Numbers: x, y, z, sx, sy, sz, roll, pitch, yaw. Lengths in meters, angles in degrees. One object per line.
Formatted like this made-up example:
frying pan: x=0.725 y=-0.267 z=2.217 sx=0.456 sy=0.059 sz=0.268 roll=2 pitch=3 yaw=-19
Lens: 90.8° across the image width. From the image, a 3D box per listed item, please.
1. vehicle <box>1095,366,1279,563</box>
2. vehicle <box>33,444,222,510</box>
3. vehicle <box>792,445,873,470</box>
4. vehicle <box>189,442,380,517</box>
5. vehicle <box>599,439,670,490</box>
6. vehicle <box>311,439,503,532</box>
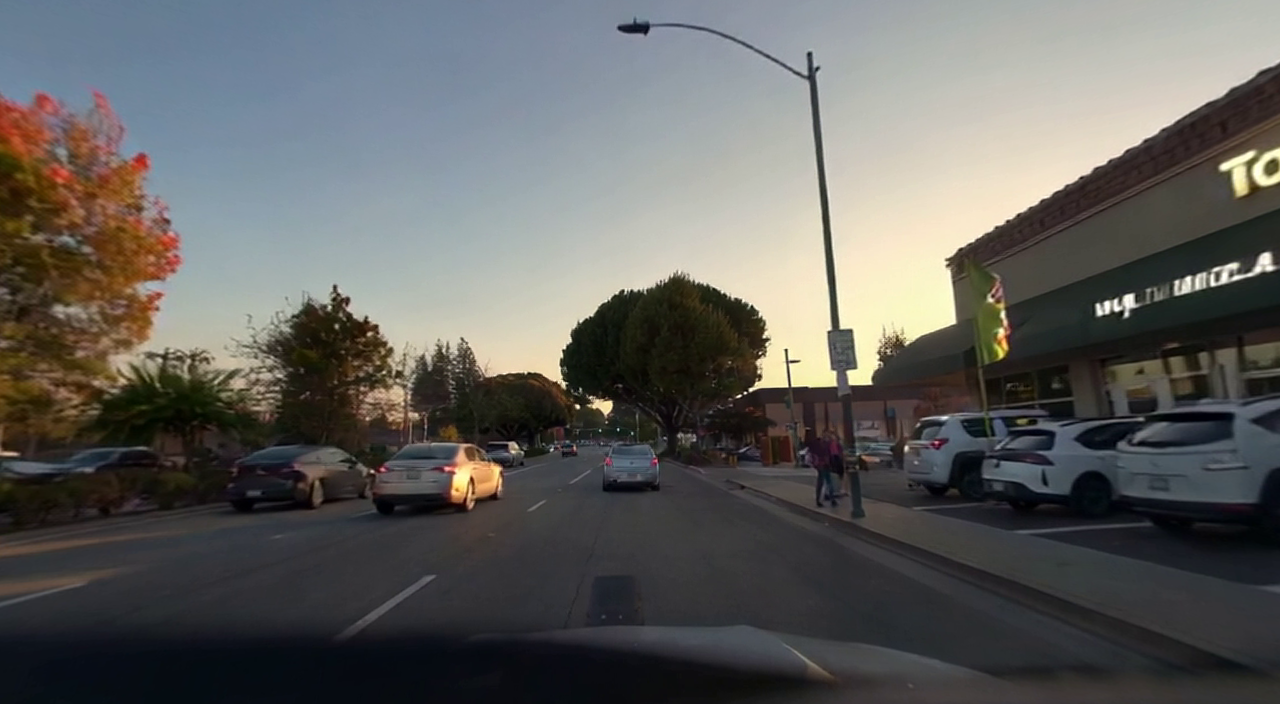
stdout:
vehicle: x=8.764 y=1.243 z=7.033 sx=5.526 sy=1.833 sz=2.354 roll=0 pitch=-10 yaw=-1
vehicle: x=-16.488 y=3.984 z=20.819 sx=2.090 sy=1.850 sz=5.013 roll=-1 pitch=-9 yaw=-1
vehicle: x=13.340 y=7.324 z=43.971 sx=4.877 sy=1.603 sz=2.197 roll=0 pitch=-9 yaw=0
vehicle: x=-7.939 y=2.860 z=14.682 sx=2.009 sy=1.470 sz=4.179 roll=0 pitch=-9 yaw=0
vehicle: x=-0.232 y=3.584 z=20.418 sx=2.061 sy=1.469 sz=3.954 roll=0 pitch=-9 yaw=-2
vehicle: x=-4.226 y=2.490 z=12.498 sx=1.973 sy=1.456 sz=4.850 roll=0 pitch=-9 yaw=0
